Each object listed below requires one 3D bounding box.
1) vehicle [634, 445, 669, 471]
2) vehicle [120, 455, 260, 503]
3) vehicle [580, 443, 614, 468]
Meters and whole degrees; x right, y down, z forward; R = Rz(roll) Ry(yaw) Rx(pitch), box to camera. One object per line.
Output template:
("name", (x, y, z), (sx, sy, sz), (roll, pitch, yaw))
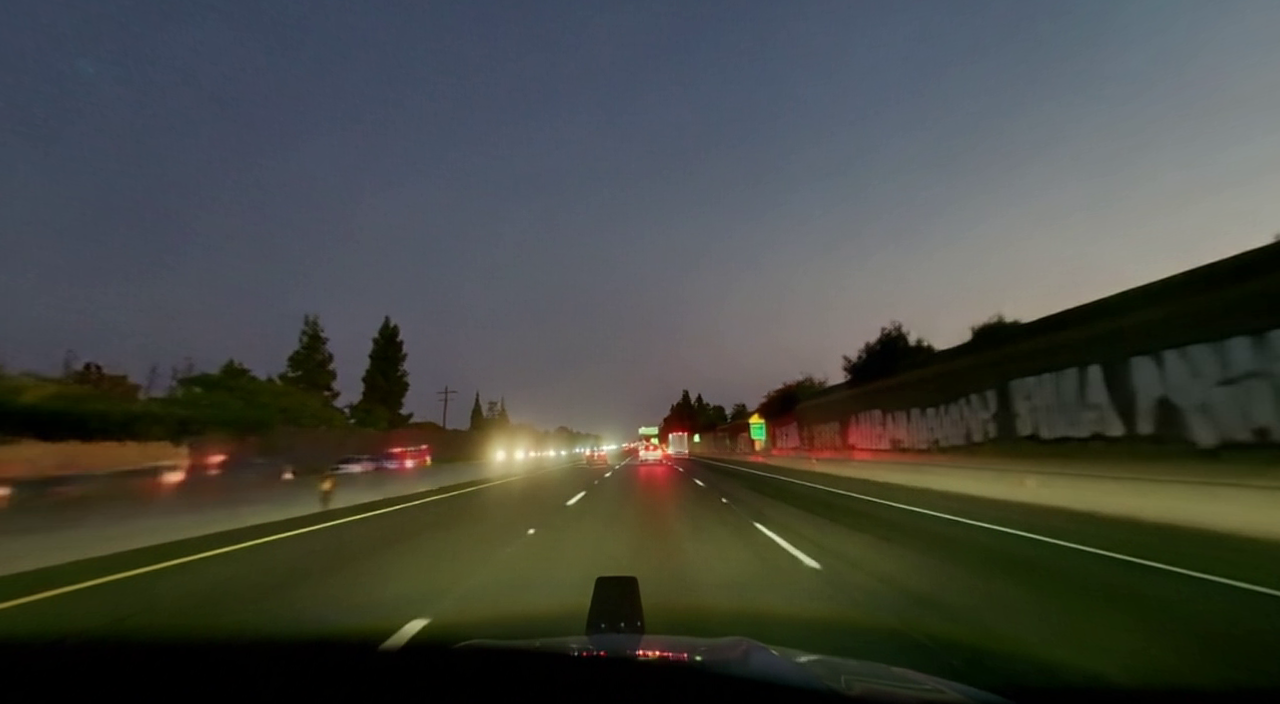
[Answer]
("vehicle", (0.684, 6.507, 38.930), (2.009, 1.506, 4.091), (0, -9, 0))
("vehicle", (-15.939, 4.482, 22.651), (1.830, 1.480, 4.231), (0, -9, 1))
("vehicle", (-2.983, 7.352, 44.794), (2.095, 1.671, 4.193), (0, -9, 1))
